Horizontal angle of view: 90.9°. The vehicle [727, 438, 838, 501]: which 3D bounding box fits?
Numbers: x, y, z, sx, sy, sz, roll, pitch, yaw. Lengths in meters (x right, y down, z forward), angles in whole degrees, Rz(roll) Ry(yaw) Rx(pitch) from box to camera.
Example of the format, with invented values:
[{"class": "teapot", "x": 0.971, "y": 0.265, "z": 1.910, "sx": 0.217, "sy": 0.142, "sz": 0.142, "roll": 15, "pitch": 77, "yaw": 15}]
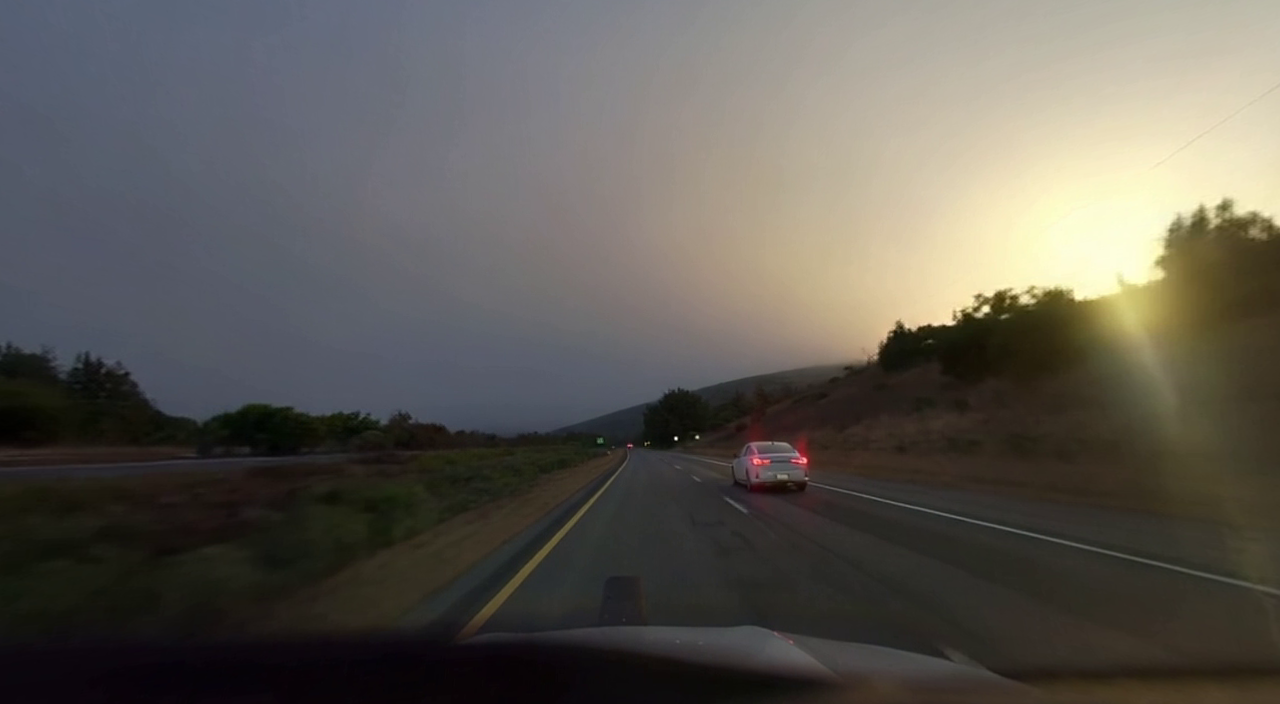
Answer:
[{"class": "vehicle", "x": 3.687, "y": 3.120, "z": 17.176, "sx": 2.003, "sy": 1.466, "sz": 4.441, "roll": 0, "pitch": -8, "yaw": 0}]
